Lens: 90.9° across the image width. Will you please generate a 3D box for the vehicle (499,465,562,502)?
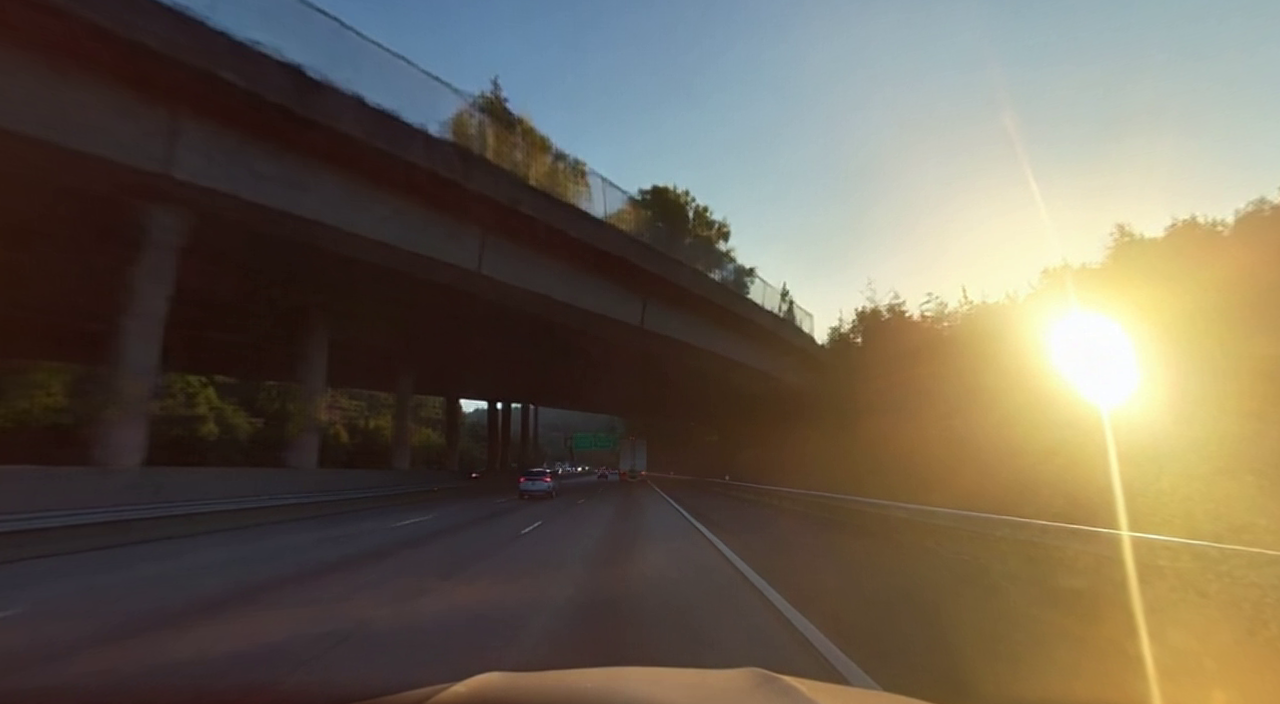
[{"bbox_3d":[-4.804,5.862,28.330,1.950,1.460,4.812,1,-11,0],"label":"vehicle"}]
